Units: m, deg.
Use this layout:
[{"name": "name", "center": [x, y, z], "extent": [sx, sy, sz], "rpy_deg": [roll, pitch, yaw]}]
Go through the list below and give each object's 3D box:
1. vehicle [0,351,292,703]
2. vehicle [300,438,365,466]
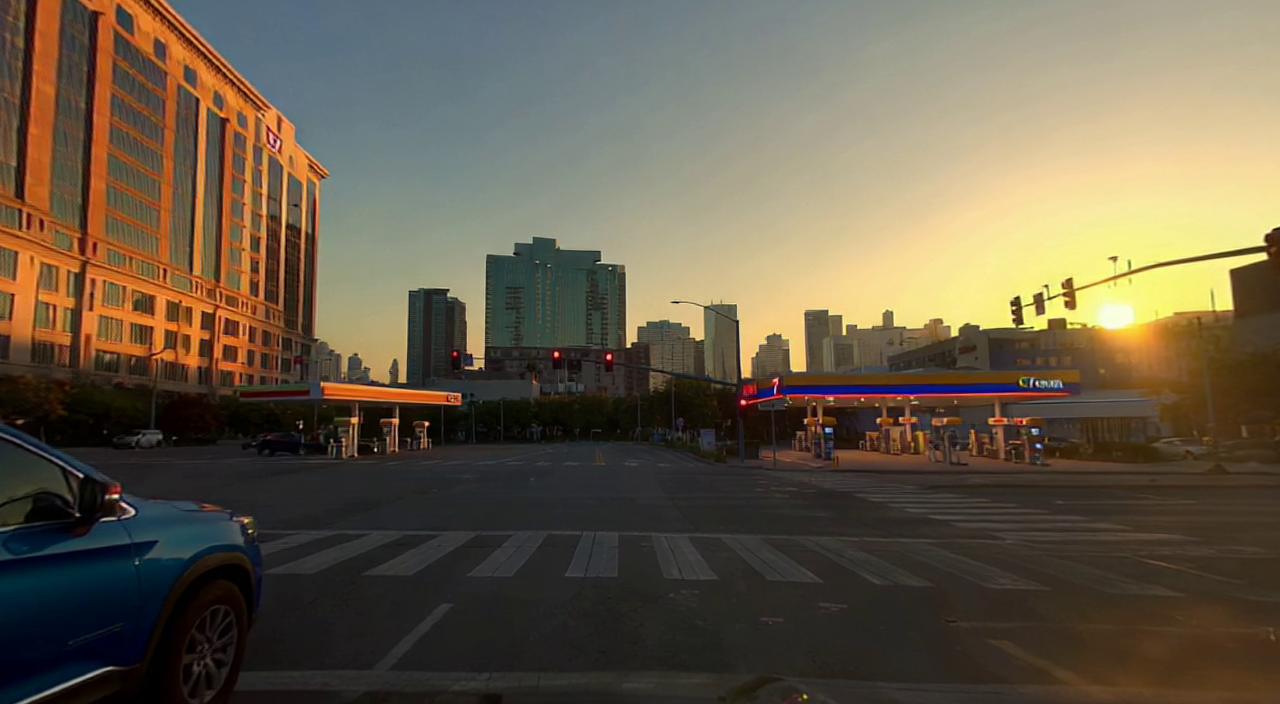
[{"name": "vehicle", "center": [-3.432, 0.803, 2.039], "extent": [2.053, 1.690, 4.364], "rpy_deg": [0, -9, 0]}, {"name": "vehicle", "center": [-20.468, 6.682, 42.157], "extent": [2.004, 1.699, 4.486], "rpy_deg": [0, -9, 1]}]
